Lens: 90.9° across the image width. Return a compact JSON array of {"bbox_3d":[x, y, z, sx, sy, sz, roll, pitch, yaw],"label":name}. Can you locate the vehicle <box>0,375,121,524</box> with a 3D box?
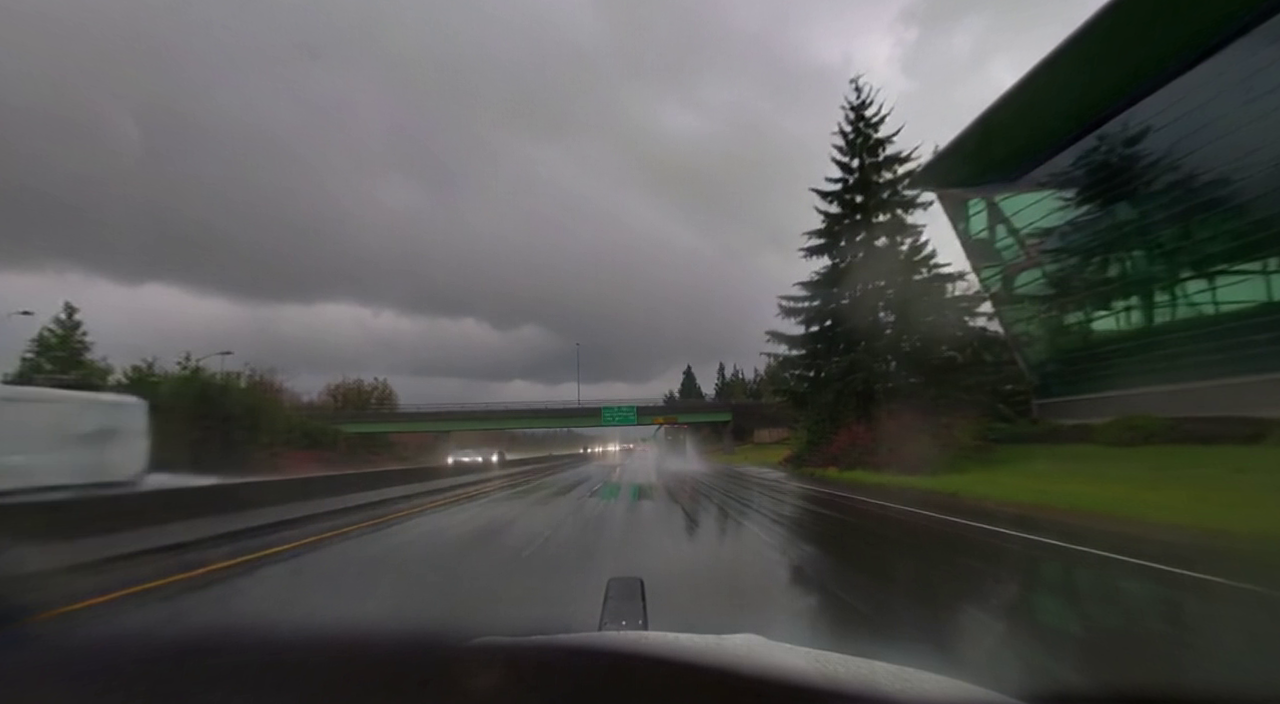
[{"bbox_3d":[-15.363,2.022,12.987,2.668,3.229,7.672,0,-9,0],"label":"vehicle"}]
